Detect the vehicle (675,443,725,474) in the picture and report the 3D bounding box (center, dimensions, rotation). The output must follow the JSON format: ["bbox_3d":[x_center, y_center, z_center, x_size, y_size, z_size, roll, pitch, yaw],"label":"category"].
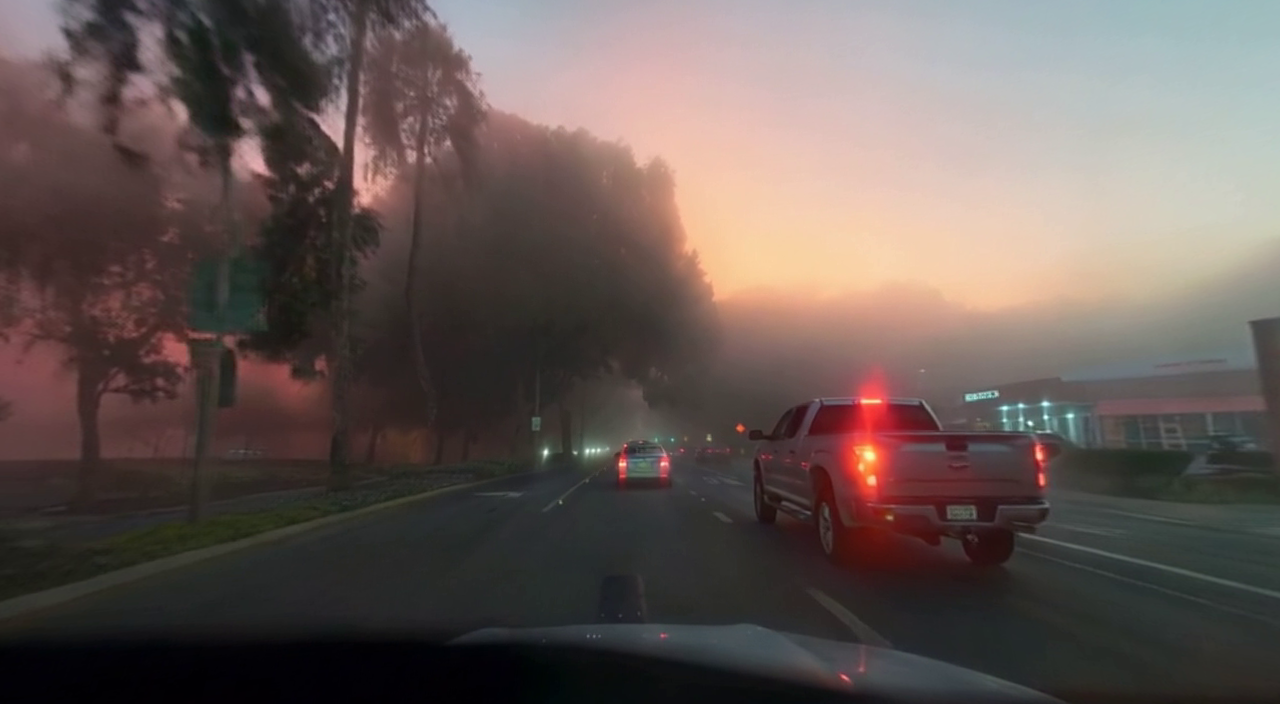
[{"bbox_3d":[2.943,5.323,31.733,1.970,1.464,4.249,0,-9,-2],"label":"vehicle"}]

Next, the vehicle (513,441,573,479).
[{"bbox_3d":[-4.057,4.603,27.021,1.960,1.475,4.161,0,-8,0],"label":"vehicle"}]

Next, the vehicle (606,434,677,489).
[{"bbox_3d":[-0.001,3.605,21.058,2.145,1.650,4.021,0,-8,-2],"label":"vehicle"}]

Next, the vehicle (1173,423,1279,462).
[{"bbox_3d":[28.851,4.395,30.584,3.992,1.669,1.803,-3,-9,4],"label":"vehicle"}]

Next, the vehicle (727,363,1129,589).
[{"bbox_3d":[3.125,1.606,8.993,2.731,2.101,6.047,0,-8,-2],"label":"vehicle"}]
